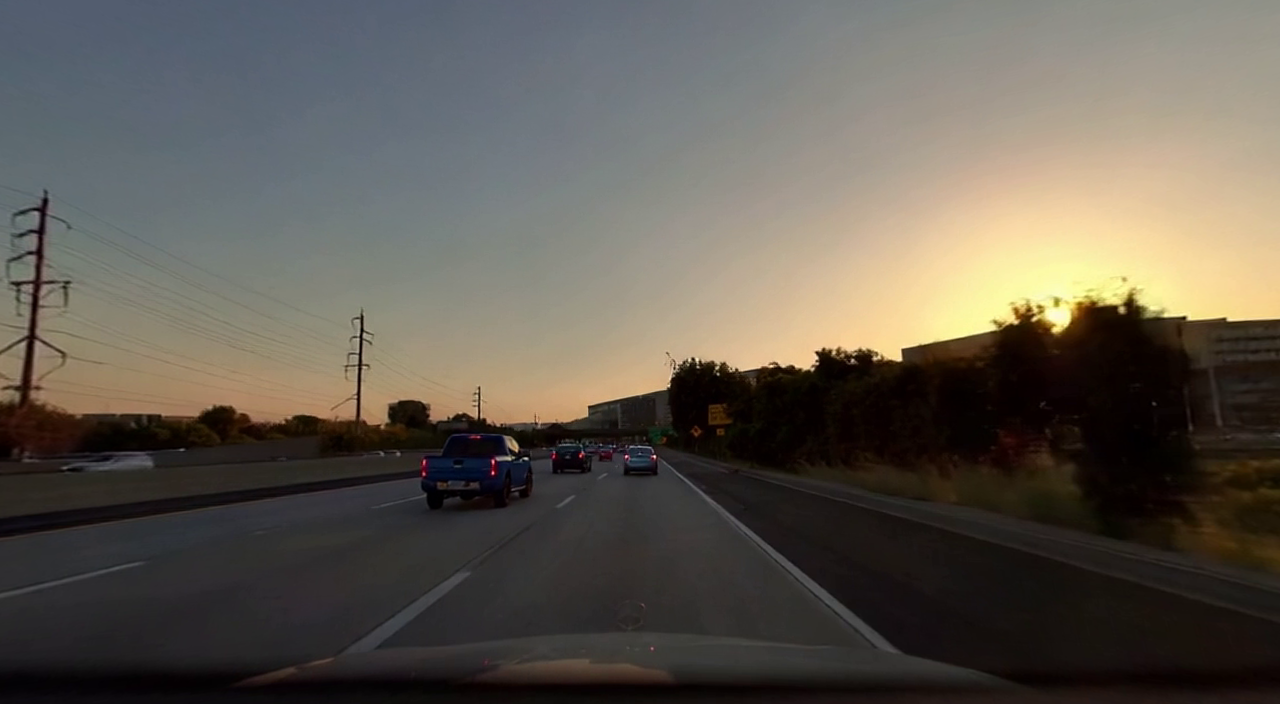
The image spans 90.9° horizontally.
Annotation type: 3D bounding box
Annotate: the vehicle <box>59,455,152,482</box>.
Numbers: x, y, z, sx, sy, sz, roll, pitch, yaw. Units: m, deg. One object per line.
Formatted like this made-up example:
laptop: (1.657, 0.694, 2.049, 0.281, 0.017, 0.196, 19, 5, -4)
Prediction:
vehicle: (-35.234, 7.663, 41.751, 1.947, 1.634, 4.710, 0, -8, 0)

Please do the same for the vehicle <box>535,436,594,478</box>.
vehicle: (-3.451, 4.917, 29.730, 2.133, 1.789, 4.518, -1, -8, 1)

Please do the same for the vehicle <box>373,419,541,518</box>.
vehicle: (-3.916, 2.621, 14.755, 2.198, 1.848, 5.346, -1, -8, 1)

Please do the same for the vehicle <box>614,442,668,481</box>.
vehicle: (0.000, 4.474, 26.026, 2.047, 1.473, 3.978, 0, -8, -1)
